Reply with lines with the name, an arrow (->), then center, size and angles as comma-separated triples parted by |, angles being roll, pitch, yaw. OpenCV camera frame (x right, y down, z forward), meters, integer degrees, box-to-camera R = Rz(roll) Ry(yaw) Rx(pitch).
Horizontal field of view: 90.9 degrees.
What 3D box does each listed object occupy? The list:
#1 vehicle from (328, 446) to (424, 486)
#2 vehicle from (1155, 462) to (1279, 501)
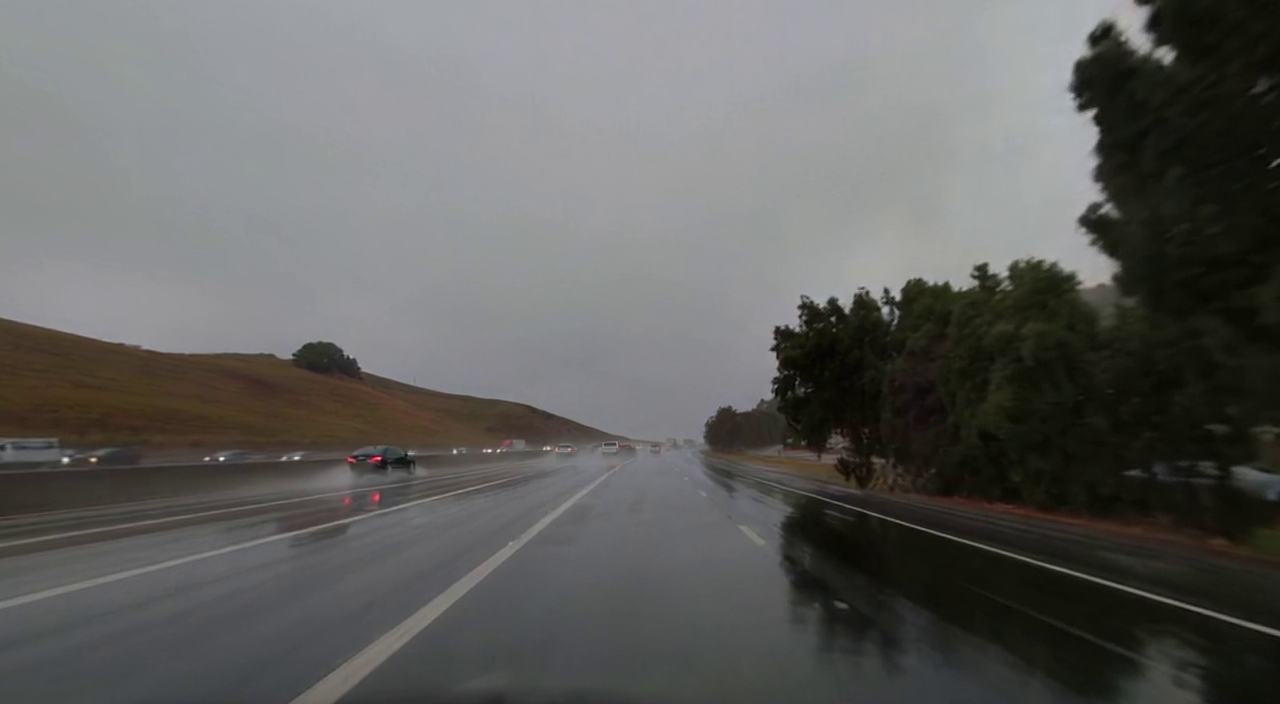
vehicle -> -10.642, 4.609, 25.842 | 1.927, 1.454, 4.395 | -1, -8, 1
vehicle -> 26.145, 5.813, 28.595 | 1.839, 1.492, 4.418 | -1, -8, 1
